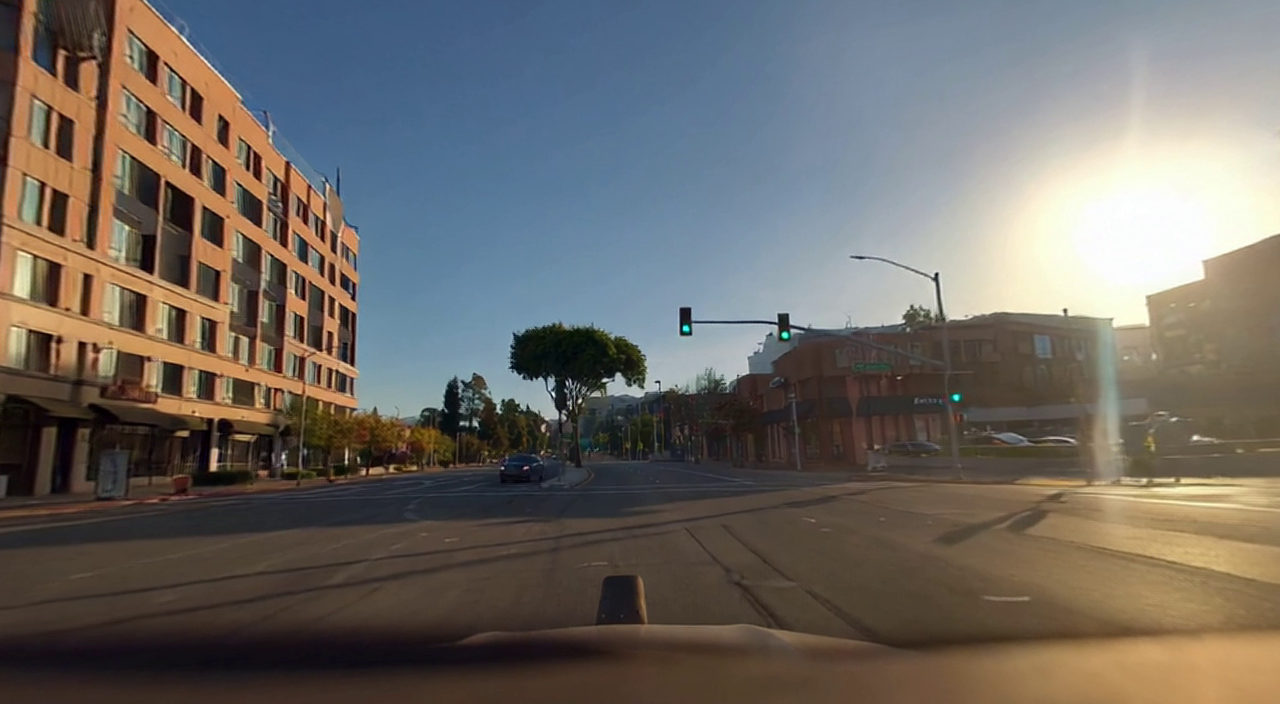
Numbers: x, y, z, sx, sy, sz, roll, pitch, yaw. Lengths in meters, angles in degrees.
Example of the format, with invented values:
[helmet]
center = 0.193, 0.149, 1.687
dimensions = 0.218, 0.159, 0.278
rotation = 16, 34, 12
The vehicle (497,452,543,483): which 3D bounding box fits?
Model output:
[vehicle]
center = -6.369, 6.158, 33.953
dimensions = 1.894, 1.474, 4.332
rotation = 0, -8, -3
